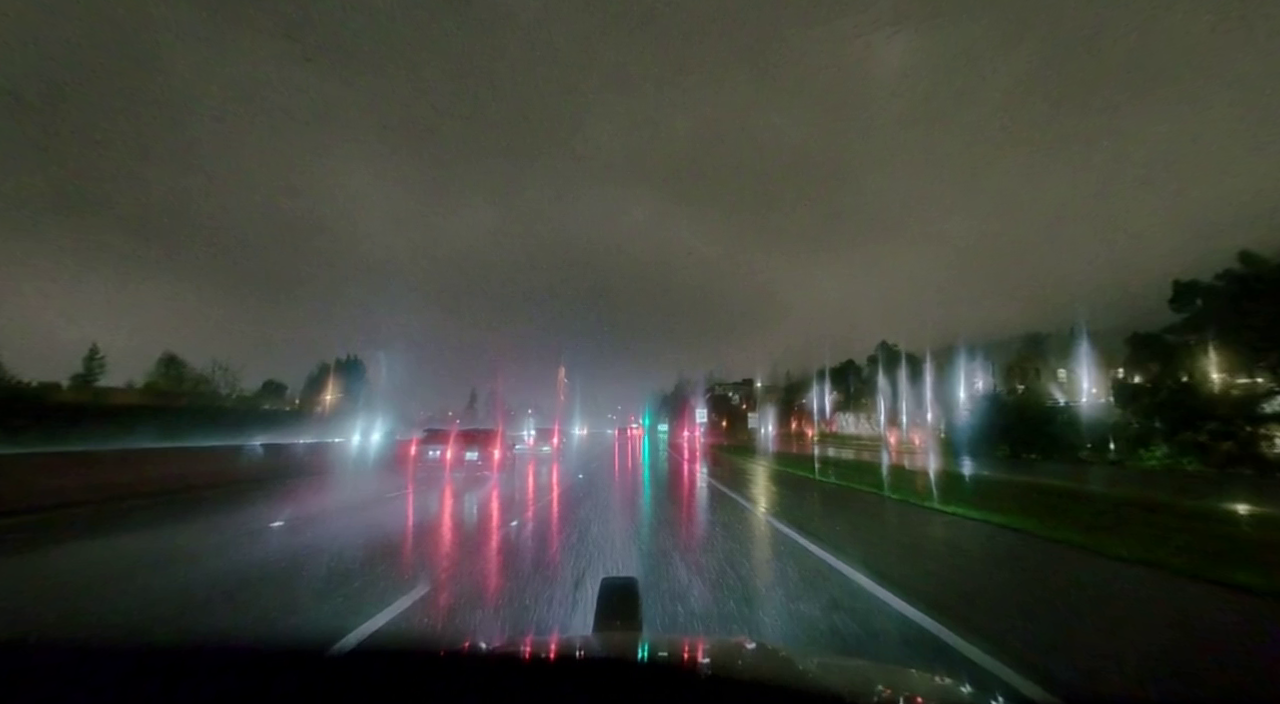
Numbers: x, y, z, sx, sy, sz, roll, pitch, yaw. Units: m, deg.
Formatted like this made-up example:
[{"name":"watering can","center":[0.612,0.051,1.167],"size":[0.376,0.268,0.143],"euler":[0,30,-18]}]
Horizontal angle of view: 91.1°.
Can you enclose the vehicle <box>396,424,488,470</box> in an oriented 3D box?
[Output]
[{"name":"vehicle","center":[-7.415,3.602,24.063],"size":[1.985,1.575,4.453],"euler":[0,-8,1]}]

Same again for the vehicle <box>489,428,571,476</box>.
[{"name":"vehicle","center":[-3.732,3.448,22.095],"size":[1.996,1.490,4.571],"euler":[0,-8,1]}]

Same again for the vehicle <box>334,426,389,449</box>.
[{"name":"vehicle","center":[-20.796,6.416,47.182],"size":[1.837,1.642,4.843],"euler":[0,-8,1]}]
